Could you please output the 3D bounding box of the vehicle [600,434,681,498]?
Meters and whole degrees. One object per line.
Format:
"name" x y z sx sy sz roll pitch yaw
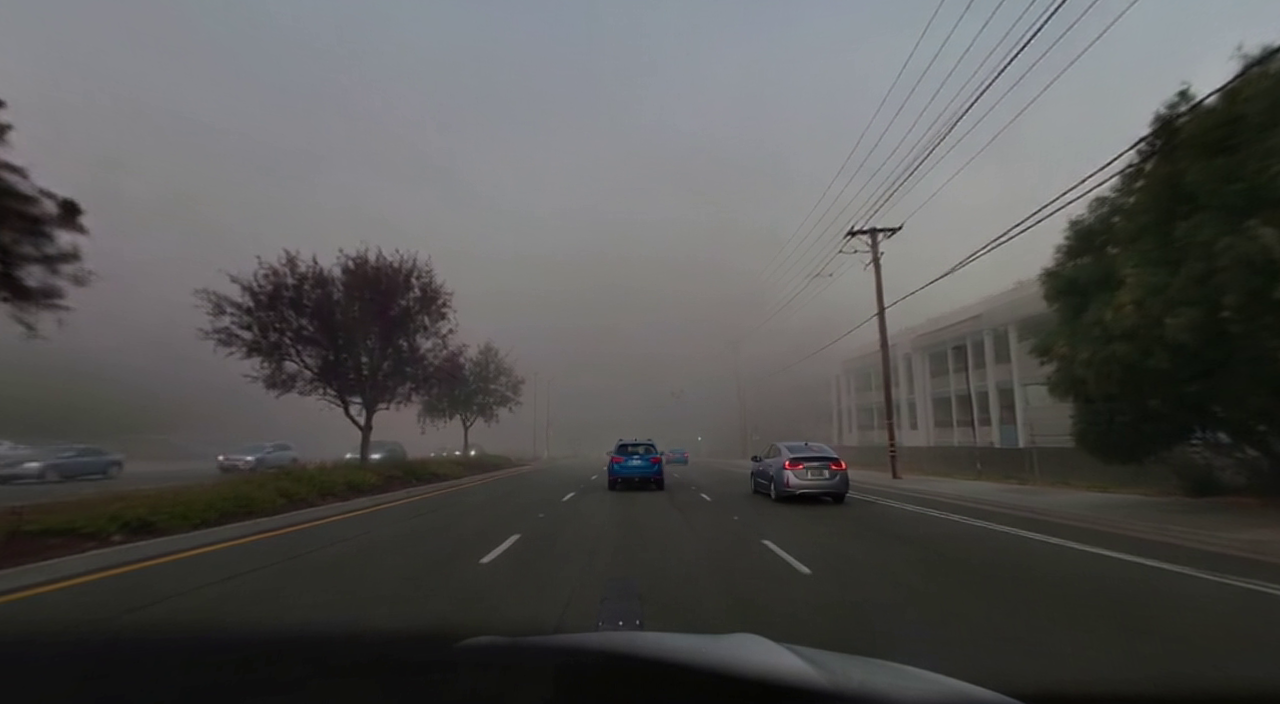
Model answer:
"vehicle" -0.043 3.230 18.253 2.073 1.606 3.933 0 -8 -1

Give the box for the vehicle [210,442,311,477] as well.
"vehicle" -17.330 4.899 29.131 1.873 1.459 4.447 0 -8 0

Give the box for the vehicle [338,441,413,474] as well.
"vehicle" -13.647 5.478 32.929 1.981 1.572 4.575 0 -8 0

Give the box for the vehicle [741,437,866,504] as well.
"vehicle" 4.165 3.094 16.963 2.086 1.534 4.351 0 -8 -1

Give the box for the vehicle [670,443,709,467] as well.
"vehicle" 3.198 6.757 41.503 2.054 1.461 4.321 0 -8 -2

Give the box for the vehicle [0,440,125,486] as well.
"vehicle" -21.652 4.015 23.158 1.821 1.485 4.393 0 -8 1
